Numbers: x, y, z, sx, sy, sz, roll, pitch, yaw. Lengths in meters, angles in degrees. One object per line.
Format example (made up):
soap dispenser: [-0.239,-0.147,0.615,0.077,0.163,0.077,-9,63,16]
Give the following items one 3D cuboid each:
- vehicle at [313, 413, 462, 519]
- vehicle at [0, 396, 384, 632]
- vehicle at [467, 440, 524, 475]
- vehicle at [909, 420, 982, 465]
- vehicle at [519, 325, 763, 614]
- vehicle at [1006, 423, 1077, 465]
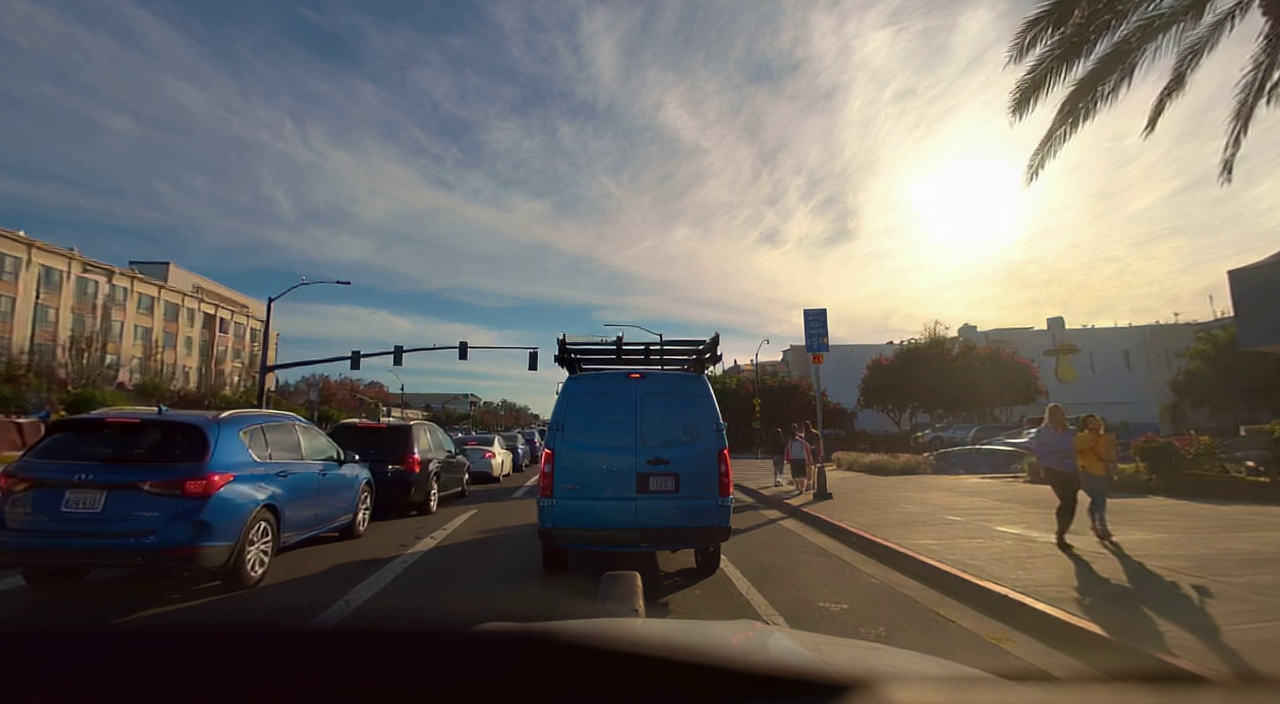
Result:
vehicle: [-5.214,2.412,13.880,2.089,1.854,5.022,2,-9,-11]
vehicle: [-4.402,1.464,6.664,1.986,1.643,4.315,1,-9,-6]
vehicle: [-6.847,4.891,29.565,1.818,1.479,4.428,4,-9,-22]
vehicle: [12.646,3.760,26.040,2.046,1.675,3.924,-6,-10,33]
vehicle: [-0.201,1.222,7.174,1.902,2.238,4.263,1,-9,-6]
vehicle: [15.753,3.617,24.716,2.048,1.475,3.972,-6,-10,34]
